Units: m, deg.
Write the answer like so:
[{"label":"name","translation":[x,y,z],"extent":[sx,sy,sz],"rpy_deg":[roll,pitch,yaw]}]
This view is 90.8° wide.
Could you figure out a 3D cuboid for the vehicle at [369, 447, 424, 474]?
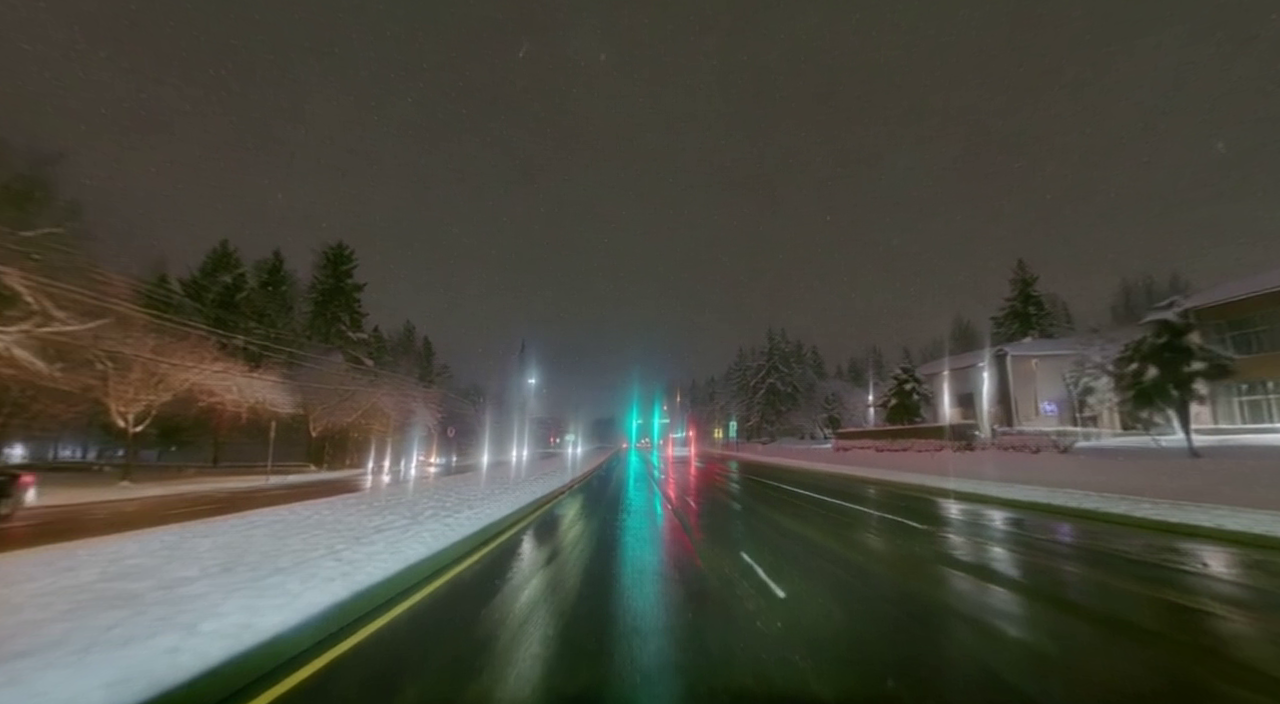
[{"label":"vehicle","translation":[-17.077,7.580,44.578],"extent":[2.052,1.776,4.483],"rpy_deg":[0,-8,0]}]

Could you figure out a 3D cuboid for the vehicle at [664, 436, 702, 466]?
[{"label":"vehicle","translation":[2.815,6.624,42.376],"extent":[2.085,1.828,5.383],"rpy_deg":[0,-8,-1]}]
